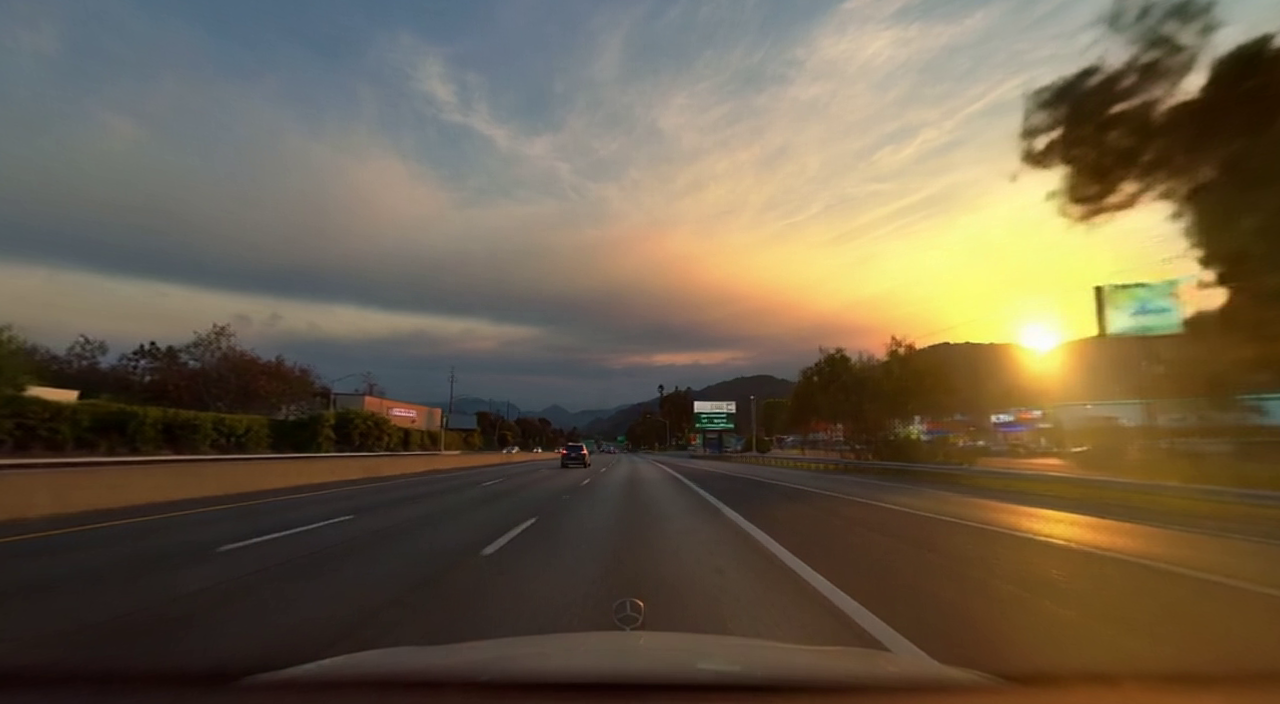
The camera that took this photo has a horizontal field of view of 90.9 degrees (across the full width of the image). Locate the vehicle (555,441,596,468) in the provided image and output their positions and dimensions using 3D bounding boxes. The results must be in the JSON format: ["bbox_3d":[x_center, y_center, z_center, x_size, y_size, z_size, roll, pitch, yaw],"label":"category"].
[{"bbox_3d":[-4.327,6.964,43.232,2.236,1.736,5.585,0,-8,0],"label":"vehicle"}]
